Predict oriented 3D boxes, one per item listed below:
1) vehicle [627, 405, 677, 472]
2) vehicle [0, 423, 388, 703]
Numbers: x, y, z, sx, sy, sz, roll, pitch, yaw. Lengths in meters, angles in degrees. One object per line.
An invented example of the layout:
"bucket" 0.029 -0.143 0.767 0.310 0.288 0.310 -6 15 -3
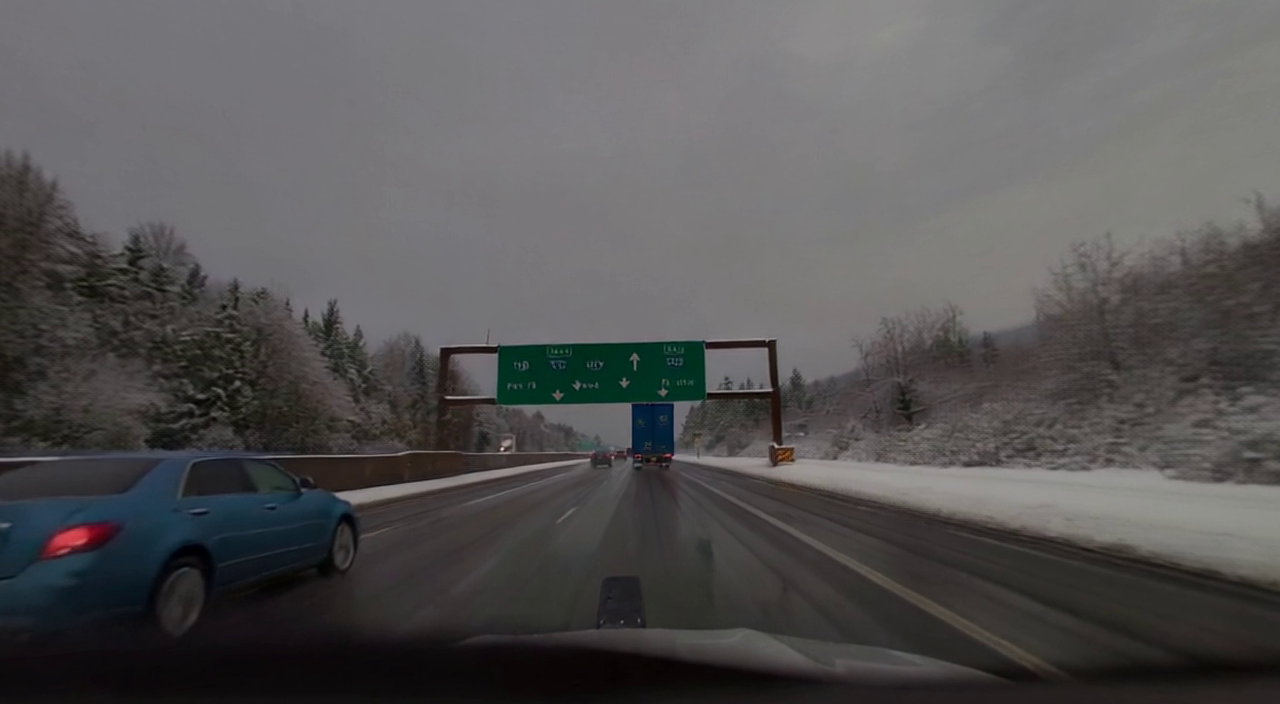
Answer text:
"vehicle" 0.768 6.065 43.650 3.022 4.072 10.318 0 -9 0
"vehicle" -3.985 1.404 5.188 1.931 1.466 4.458 0 -9 1
